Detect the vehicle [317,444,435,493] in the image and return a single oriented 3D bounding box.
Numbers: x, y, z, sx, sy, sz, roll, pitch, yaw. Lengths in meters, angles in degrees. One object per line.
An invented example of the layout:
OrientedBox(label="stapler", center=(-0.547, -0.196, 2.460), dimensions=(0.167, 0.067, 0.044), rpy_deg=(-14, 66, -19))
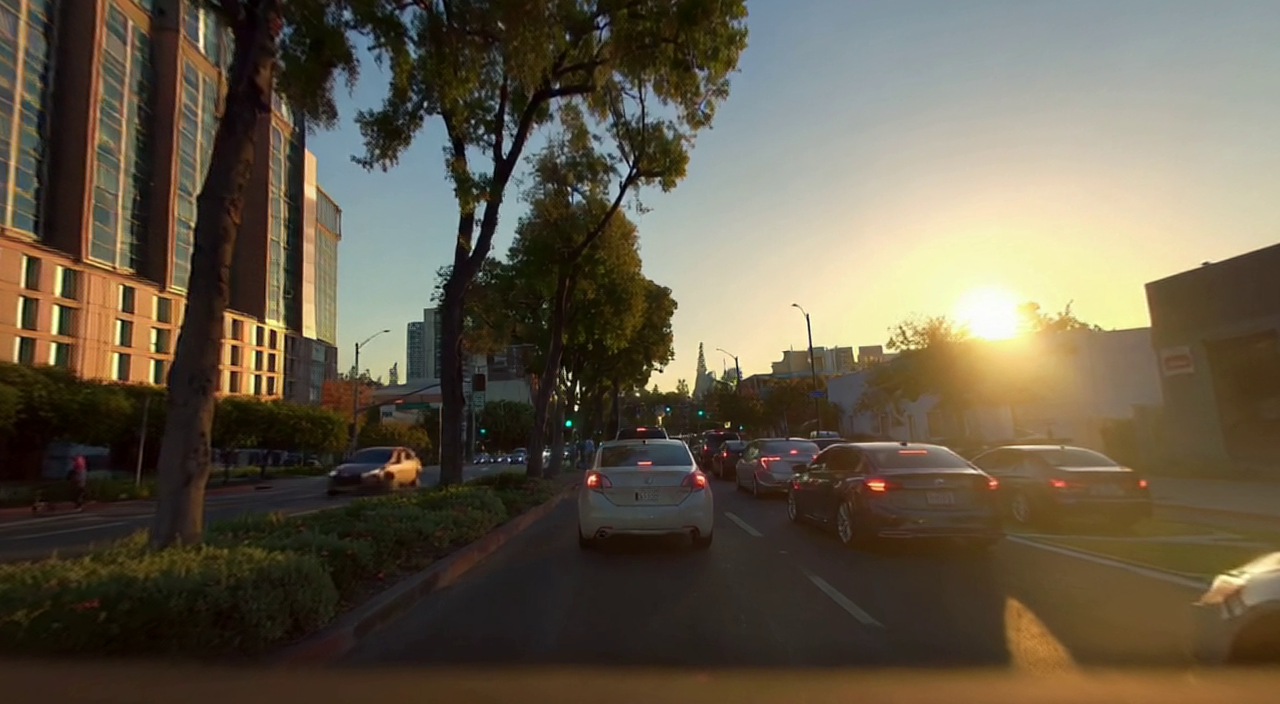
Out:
OrientedBox(label="vehicle", center=(-9.157, 4.070, 22.500), dimensions=(2.000, 1.519, 4.964), rpy_deg=(0, -8, 1))

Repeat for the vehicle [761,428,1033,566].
OrientedBox(label="vehicle", center=(3.243, 1.913, 9.200), dimensions=(1.995, 1.483, 4.533), rpy_deg=(0, -8, -1))

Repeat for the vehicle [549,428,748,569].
OrientedBox(label="vehicle", center=(0.050, 1.865, 8.846), dimensions=(2.105, 1.474, 4.127), rpy_deg=(0, -8, -1))

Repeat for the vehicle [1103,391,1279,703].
OrientedBox(label="vehicle", center=(3.211, 0.652, 0.616), dimensions=(1.982, 1.491, 4.664), rpy_deg=(0, -8, 0))
